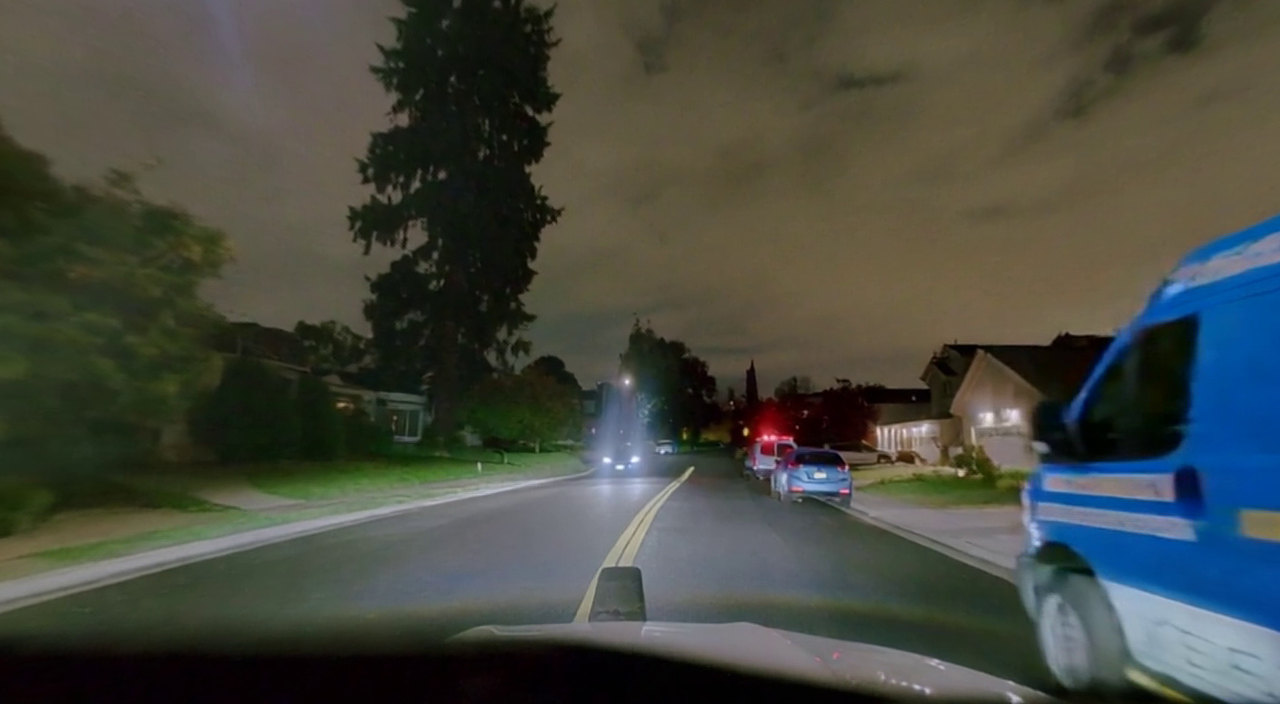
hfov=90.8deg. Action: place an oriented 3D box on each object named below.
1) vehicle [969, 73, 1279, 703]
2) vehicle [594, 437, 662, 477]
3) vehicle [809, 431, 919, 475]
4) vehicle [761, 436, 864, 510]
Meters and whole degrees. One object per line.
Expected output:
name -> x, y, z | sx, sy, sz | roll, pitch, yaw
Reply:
vehicle -> 3.644, 0.205, 1.037 | 2.684, 2.712, 6.197 | 1, -8, -2
vehicle -> -0.445, 5.020, 30.554 | 2.278, 1.704, 5.321 | -1, -9, 11
vehicle -> 11.809, 5.389, 33.685 | 4.912, 1.866, 2.359 | -5, -9, 4
vehicle -> 4.357, 3.078, 16.607 | 1.822, 1.668, 4.147 | 0, -8, 4
